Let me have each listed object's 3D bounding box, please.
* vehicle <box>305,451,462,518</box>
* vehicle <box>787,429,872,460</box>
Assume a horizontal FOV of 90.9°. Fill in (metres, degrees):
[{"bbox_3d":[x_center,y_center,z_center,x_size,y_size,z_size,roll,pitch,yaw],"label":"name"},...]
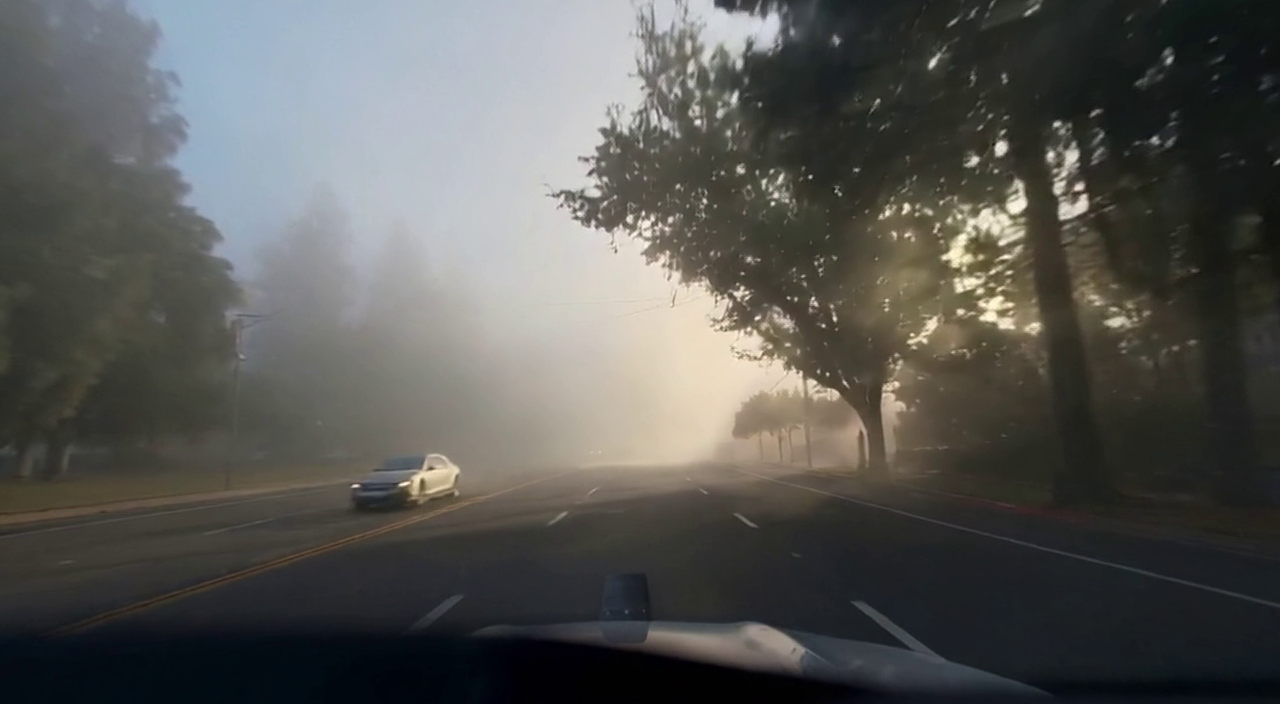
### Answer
[{"bbox_3d":[-6.543,3.397,16.787,2.188,1.478,4.567,0,-8,1],"label":"vehicle"},{"bbox_3d":[14.875,7.300,49.828,5.886,2.000,2.372,-4,-8,5],"label":"vehicle"}]
